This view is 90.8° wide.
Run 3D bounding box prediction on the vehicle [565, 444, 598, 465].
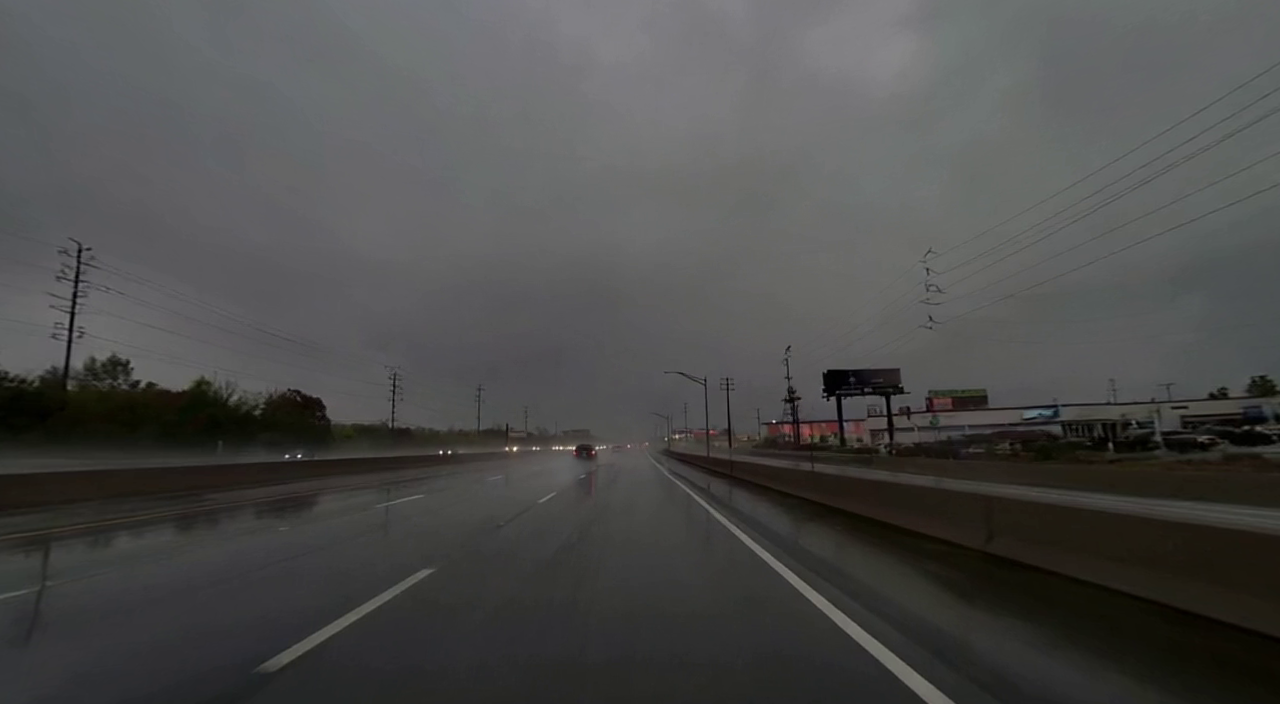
[{"bbox_3d":[-4.204,7.427,45.950,1.940,1.479,4.545,0,-9,0],"label":"vehicle"}]
